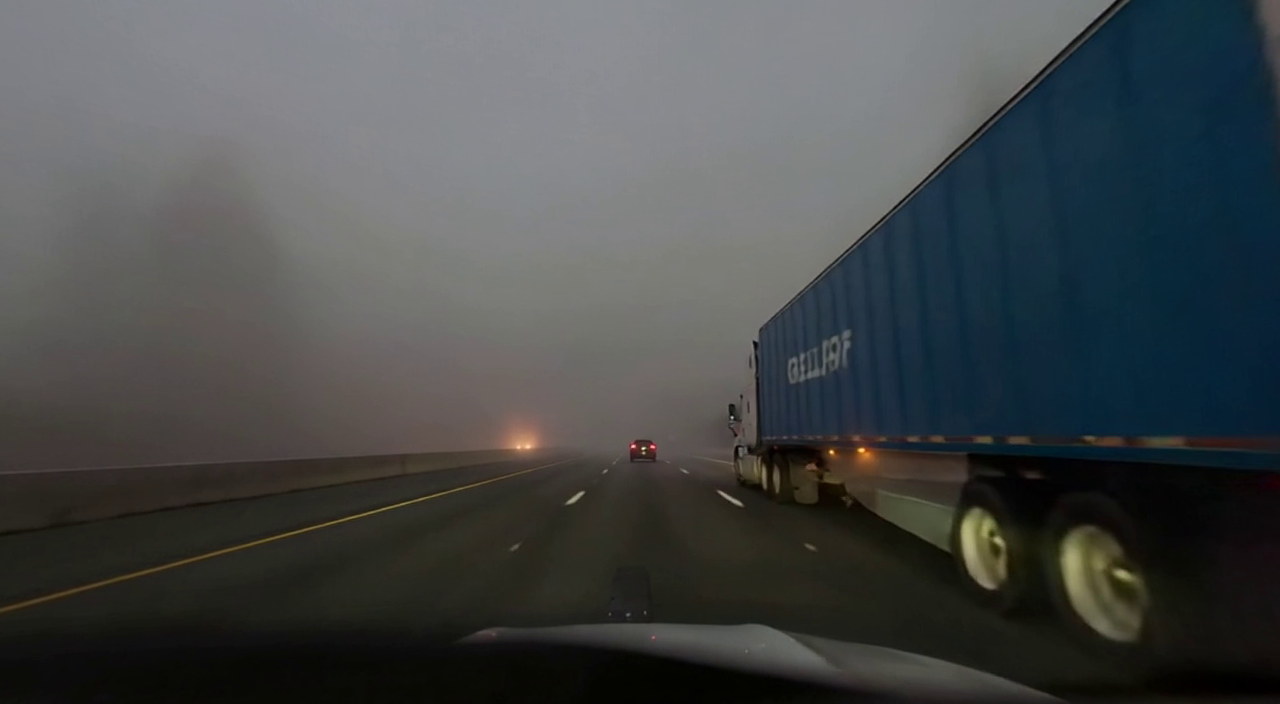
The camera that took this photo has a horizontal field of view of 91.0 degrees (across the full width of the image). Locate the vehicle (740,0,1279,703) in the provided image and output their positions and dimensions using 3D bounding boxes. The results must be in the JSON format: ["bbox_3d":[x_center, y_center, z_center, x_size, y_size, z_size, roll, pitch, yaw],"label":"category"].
[{"bbox_3d":[4.364,0.584,9.797,2.936,4.125,15.204,0,-8,-1],"label":"vehicle"}]

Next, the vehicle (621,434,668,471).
[{"bbox_3d":[0.210,4.747,30.000,2.111,1.635,4.177,0,-8,0],"label":"vehicle"}]
